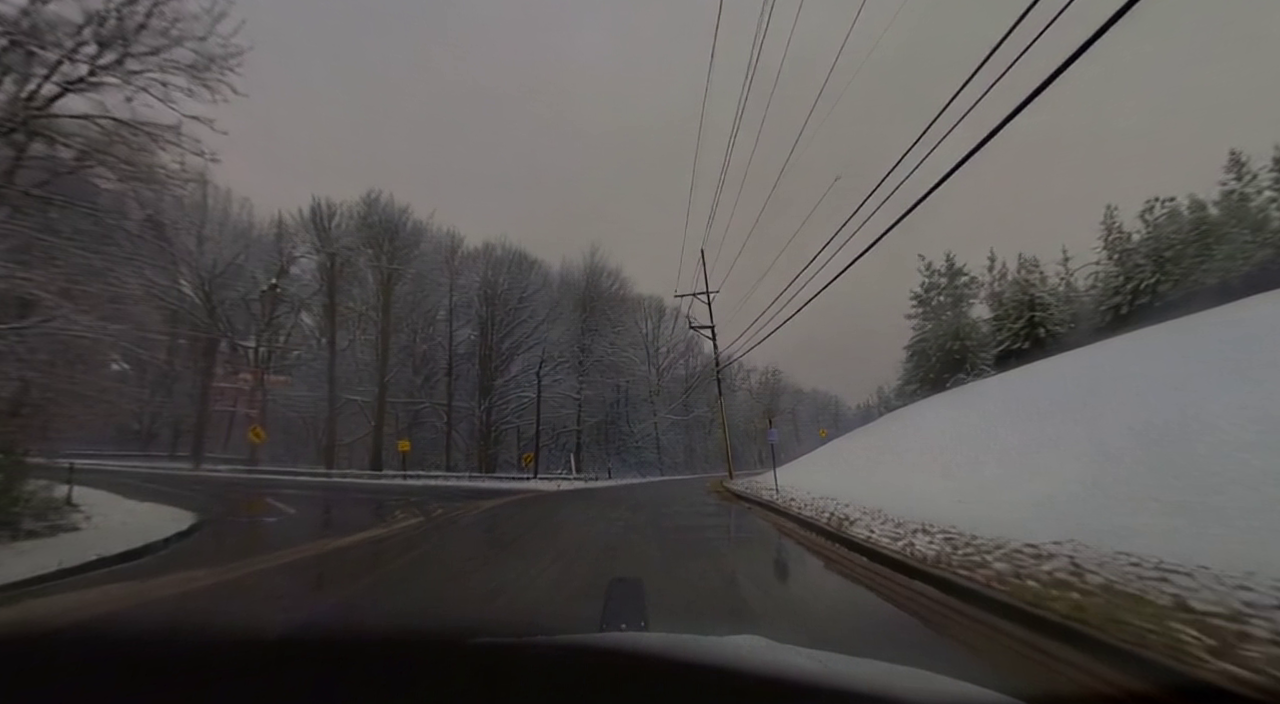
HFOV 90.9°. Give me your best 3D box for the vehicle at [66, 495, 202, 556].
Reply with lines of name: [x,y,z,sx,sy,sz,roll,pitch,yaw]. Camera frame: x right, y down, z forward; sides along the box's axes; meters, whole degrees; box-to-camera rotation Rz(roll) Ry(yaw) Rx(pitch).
vehicle: [-17.621,5.950,21.945,4.043,1.673,1.970,-4,-10,25]
